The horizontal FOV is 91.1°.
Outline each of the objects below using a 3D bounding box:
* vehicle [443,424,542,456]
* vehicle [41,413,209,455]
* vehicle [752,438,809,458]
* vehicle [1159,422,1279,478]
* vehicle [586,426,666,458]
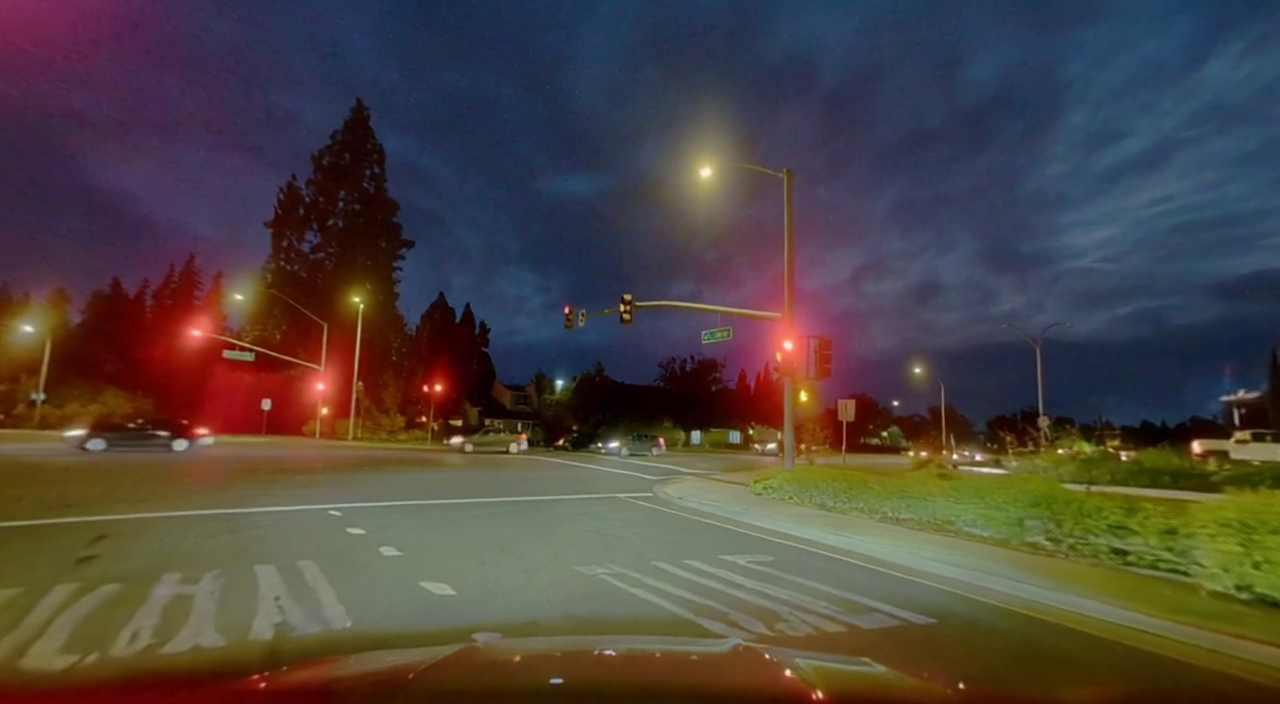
[{"bbox_3d":[-7.776,4.676,33.295,4.649,1.585,1.965,7,-11,-38],"label":"vehicle"},{"bbox_3d":[-19.576,3.175,24.119,4.740,1.462,1.828,7,-11,-39],"label":"vehicle"},{"bbox_3d":[11.007,7.502,49.009,4.481,1.487,1.847,7,-11,-38],"label":"vehicle"},{"bbox_3d":[26.227,4.158,26.698,2.437,2.249,5.939,8,-12,-44],"label":"vehicle"},{"bbox_3d":[-0.708,4.903,34.244,4.135,1.633,1.990,8,-12,-44],"label":"vehicle"}]
